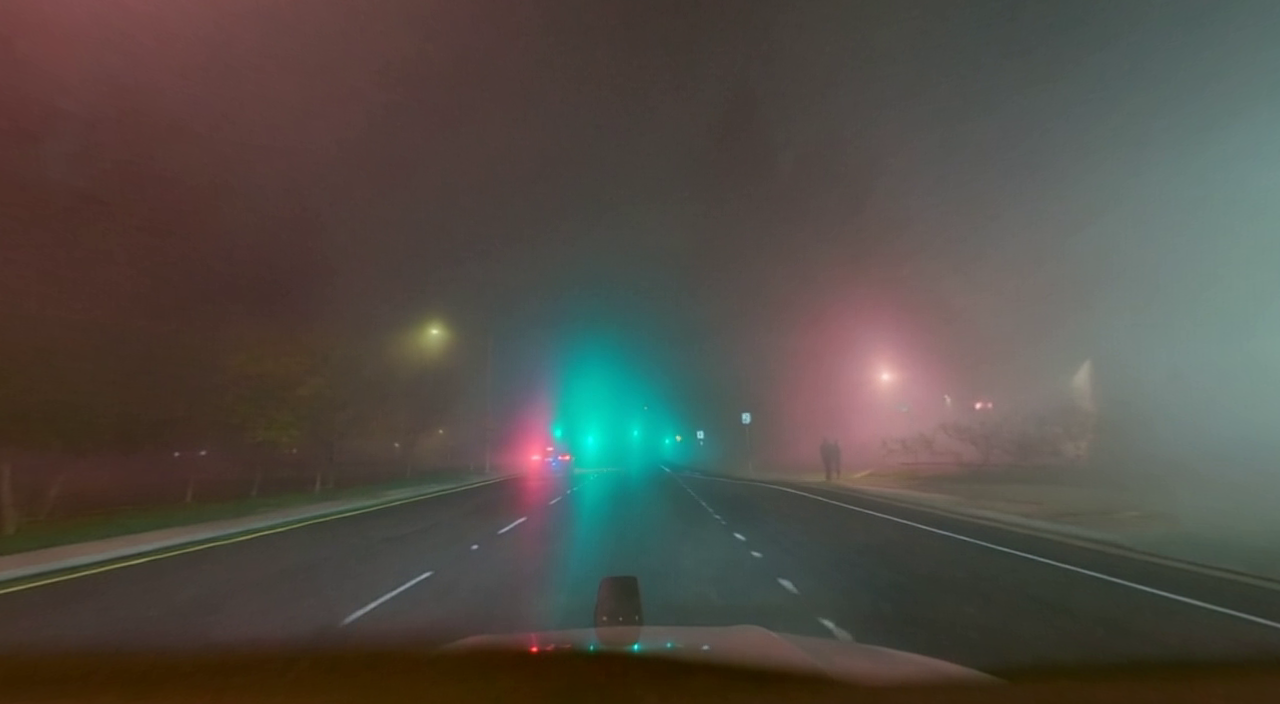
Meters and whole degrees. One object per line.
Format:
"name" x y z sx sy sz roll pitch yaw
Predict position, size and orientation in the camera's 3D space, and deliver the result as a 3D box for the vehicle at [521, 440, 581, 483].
"vehicle" -3.854 4.800 28.085 1.993 1.733 4.262 0 -9 1
